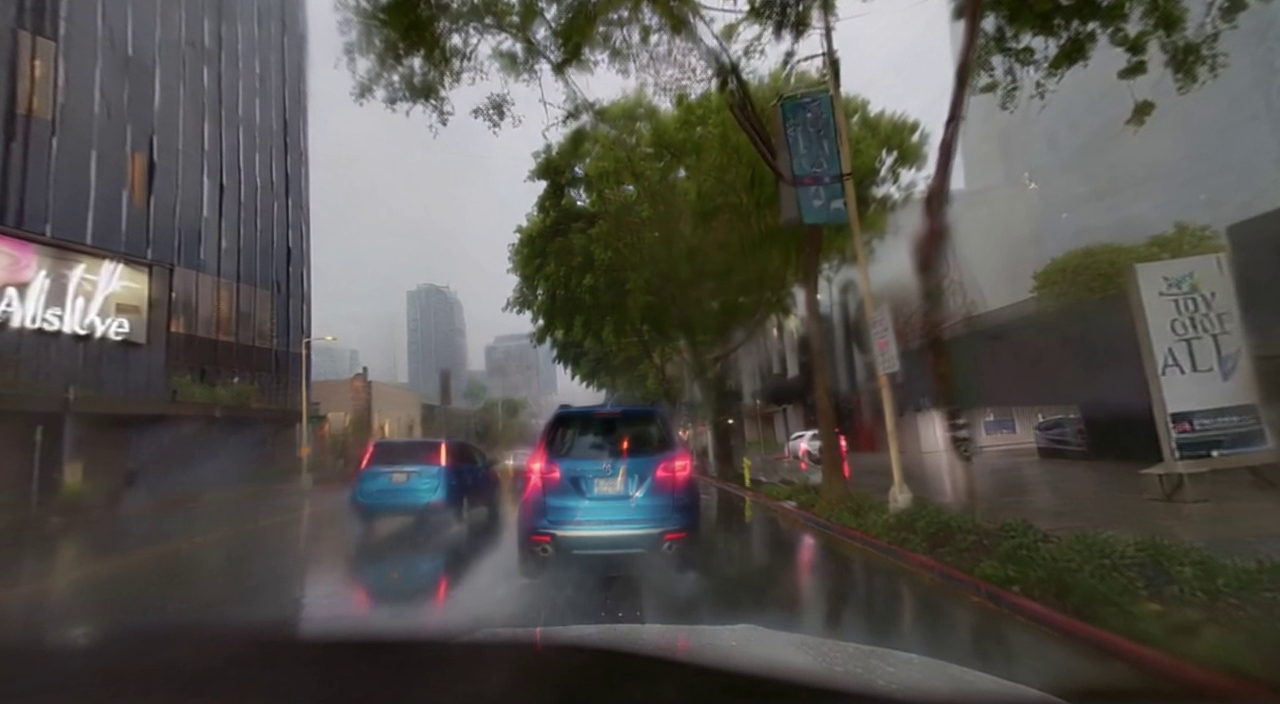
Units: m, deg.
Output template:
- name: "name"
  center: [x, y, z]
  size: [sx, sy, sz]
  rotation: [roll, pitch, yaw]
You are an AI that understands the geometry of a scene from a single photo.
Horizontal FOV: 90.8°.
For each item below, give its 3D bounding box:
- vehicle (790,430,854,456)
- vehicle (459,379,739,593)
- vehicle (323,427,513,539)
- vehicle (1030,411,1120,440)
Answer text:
- name: "vehicle"
  center: [10.621, 5.291, 36.787]
  size: [1.877, 1.416, 3.965]
  rotation: [-8, -12, 44]
- name: "vehicle"
  center: [-0.437, 1.534, 8.020]
  size: [2.531, 1.930, 4.382]
  rotation: [0, -8, -2]
- name: "vehicle"
  center: [-3.781, 2.292, 11.767]
  size: [1.971, 1.658, 4.428]
  rotation: [0, -8, -1]
- name: "vehicle"
  center: [24.470, 4.163, 35.634]
  size: [3.826, 1.544, 1.754]
  rotation: [1, -9, -5]
